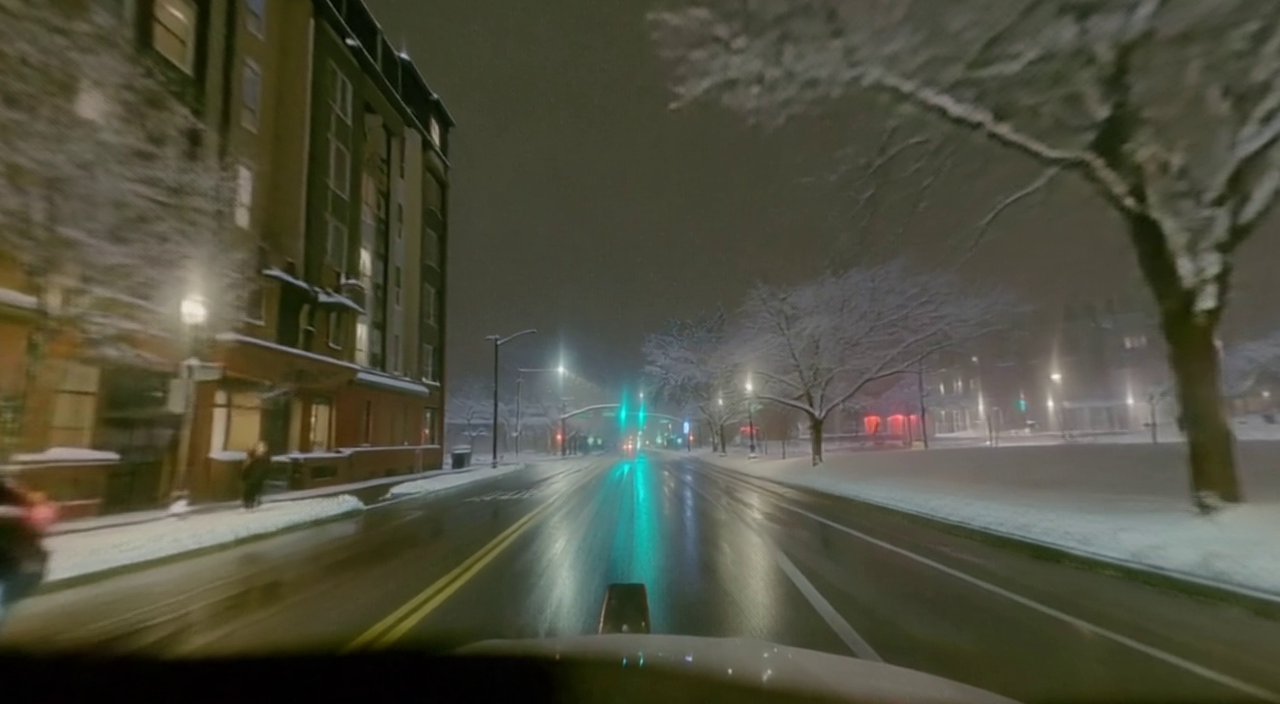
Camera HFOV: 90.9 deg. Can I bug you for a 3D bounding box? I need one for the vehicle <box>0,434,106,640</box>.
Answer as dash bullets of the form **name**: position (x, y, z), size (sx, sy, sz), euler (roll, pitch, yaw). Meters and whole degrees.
- **vehicle**: position (-6.423, 1.327, 3.775), size (2.147, 1.701, 4.879), euler (0, -8, 0)
